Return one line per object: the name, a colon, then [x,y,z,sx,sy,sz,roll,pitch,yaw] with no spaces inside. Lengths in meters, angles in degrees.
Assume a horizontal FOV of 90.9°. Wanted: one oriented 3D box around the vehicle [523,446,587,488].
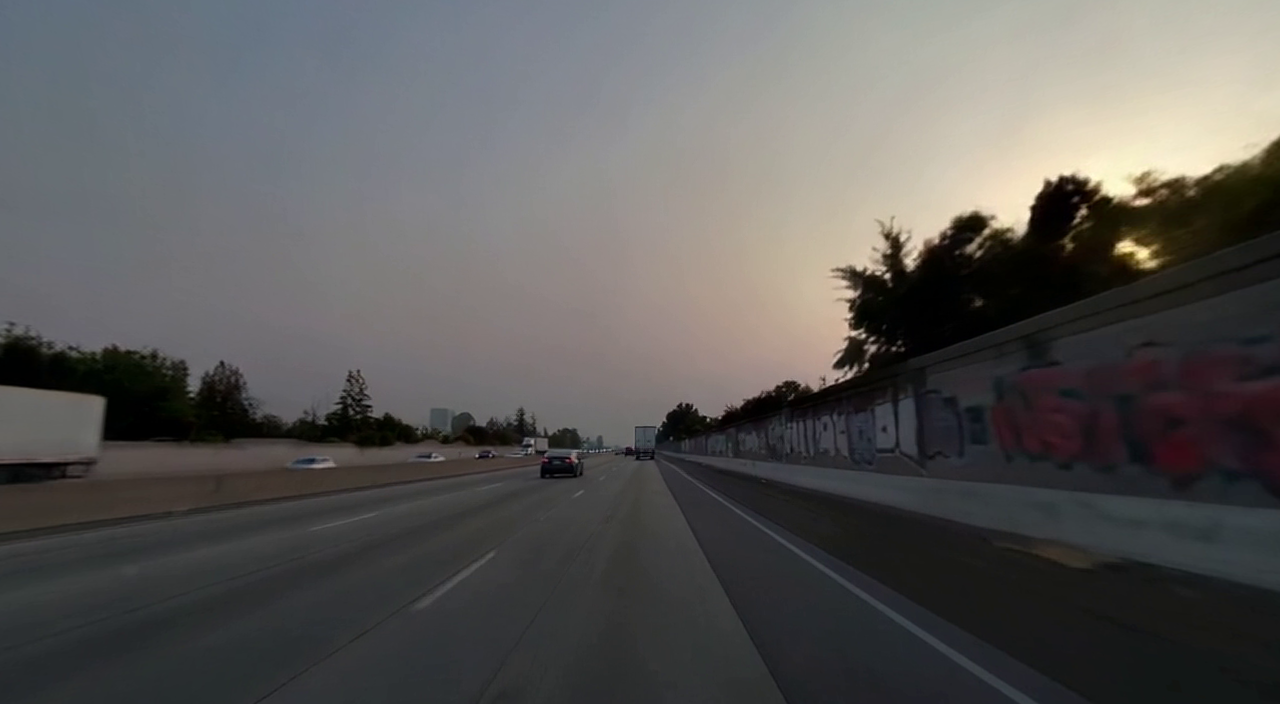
vehicle: [-3.194,4.405,24.587,1.803,1.466,4.509,0,-9,1]
